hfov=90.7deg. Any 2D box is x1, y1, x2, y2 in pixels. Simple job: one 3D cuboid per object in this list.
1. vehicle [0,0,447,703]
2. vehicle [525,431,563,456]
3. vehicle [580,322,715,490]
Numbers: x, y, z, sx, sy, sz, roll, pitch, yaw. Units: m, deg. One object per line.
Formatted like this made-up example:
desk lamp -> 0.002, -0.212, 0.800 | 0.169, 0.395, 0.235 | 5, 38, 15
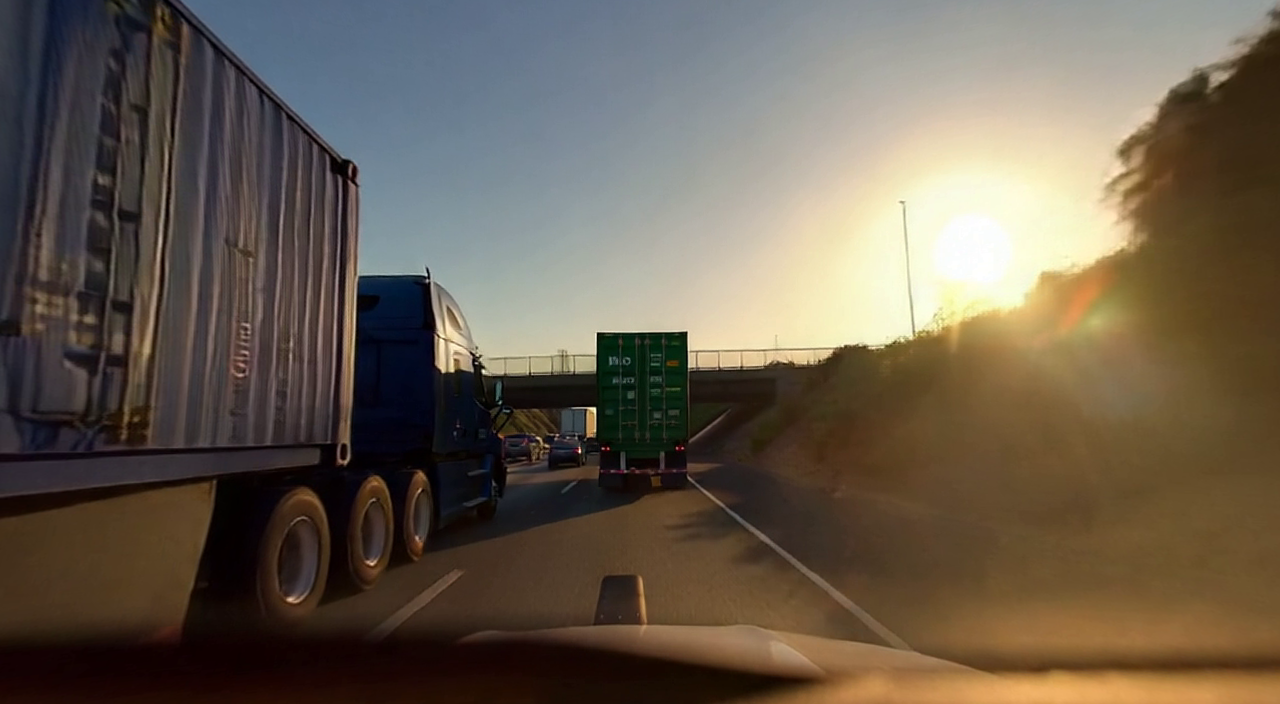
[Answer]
vehicle -> -3.652, -0.580, 0.280 | 2.873, 4.198, 13.317 | 0, -9, 0
vehicle -> -7.159, 6.894, 47.618 | 2.163, 1.772, 4.244 | 0, -9, 1
vehicle -> 0.116, 1.866, 19.656 | 3.357, 4.212, 7.519 | 0, -9, -1
